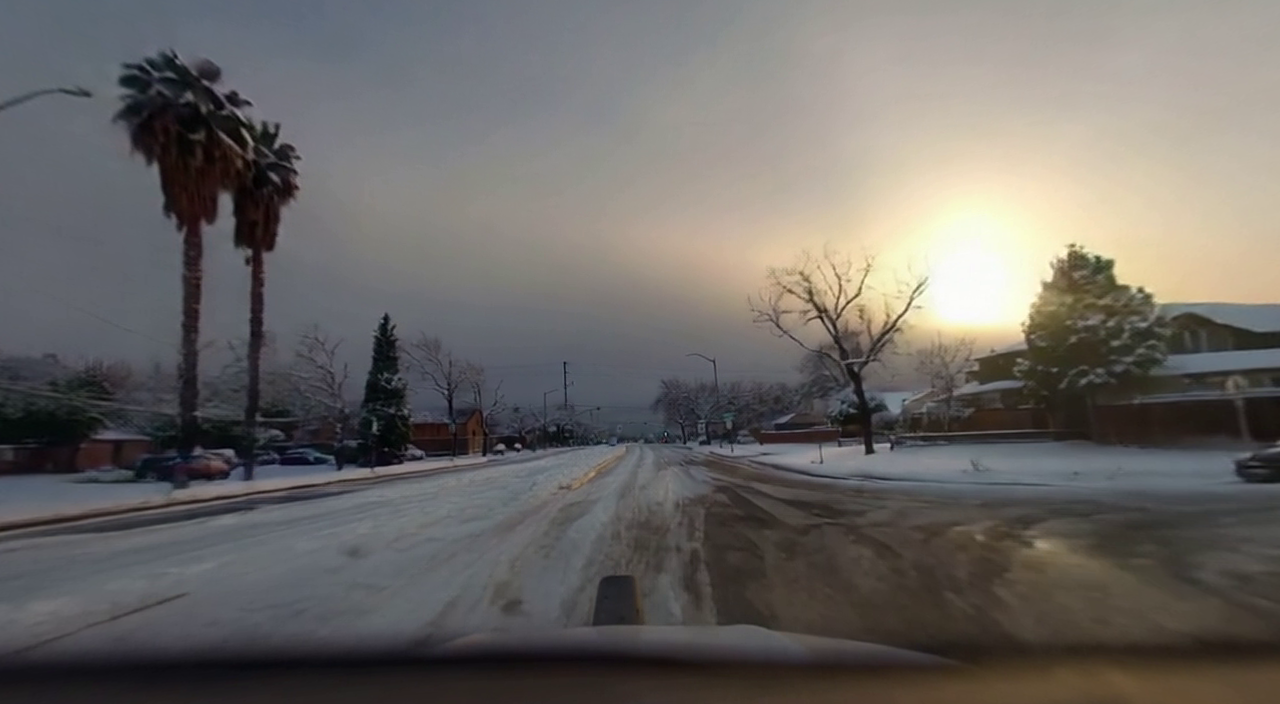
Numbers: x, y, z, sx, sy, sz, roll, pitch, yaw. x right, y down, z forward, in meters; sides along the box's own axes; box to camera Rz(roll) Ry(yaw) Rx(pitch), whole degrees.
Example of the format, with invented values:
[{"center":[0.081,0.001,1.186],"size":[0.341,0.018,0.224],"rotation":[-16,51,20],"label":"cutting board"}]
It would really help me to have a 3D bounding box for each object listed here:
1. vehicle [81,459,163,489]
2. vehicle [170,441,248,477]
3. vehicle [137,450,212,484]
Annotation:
[{"center":[-31.633,7.388,38.563],"size":[4.716,1.652,1.917],"rotation":[-4,-10,25],"label":"vehicle"},{"center":[-26.674,6.558,39.075],"size":[4.793,2.087,1.929],"rotation":[-5,-9,30],"label":"vehicle"},{"center":[-26.573,6.559,36.027],"size":[4.270,1.690,1.978],"rotation":[-7,-8,32],"label":"vehicle"}]
